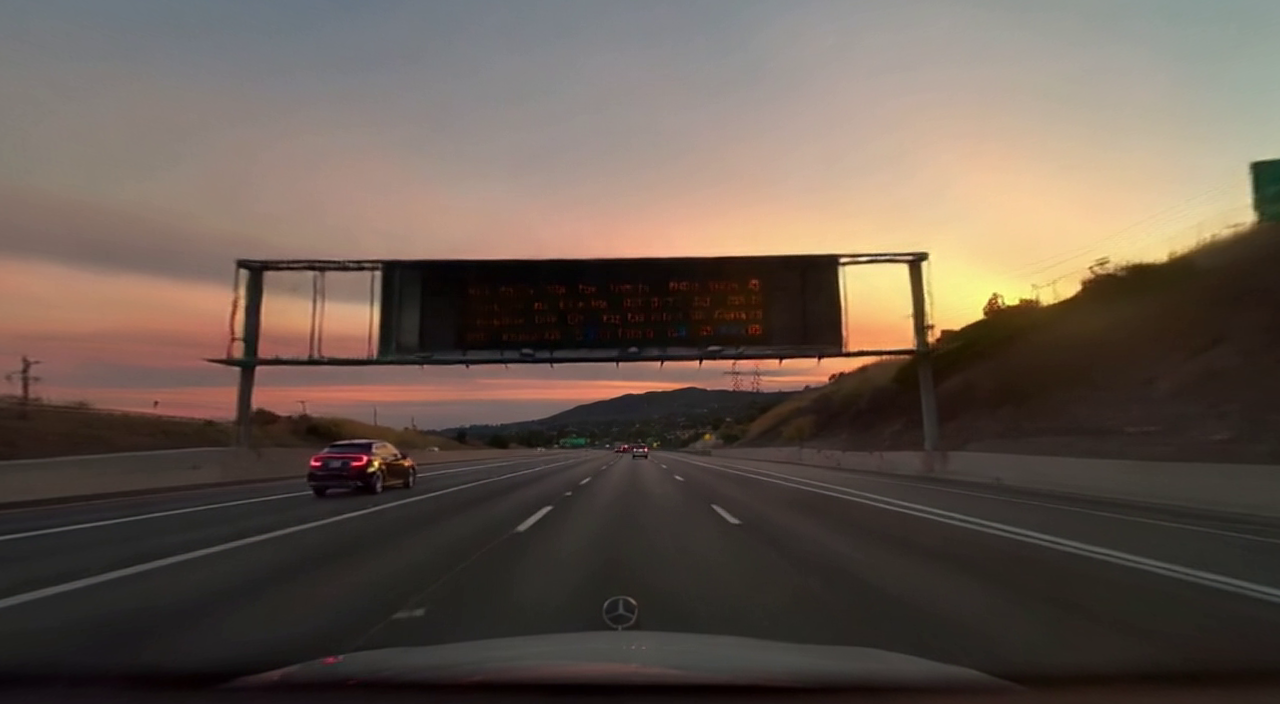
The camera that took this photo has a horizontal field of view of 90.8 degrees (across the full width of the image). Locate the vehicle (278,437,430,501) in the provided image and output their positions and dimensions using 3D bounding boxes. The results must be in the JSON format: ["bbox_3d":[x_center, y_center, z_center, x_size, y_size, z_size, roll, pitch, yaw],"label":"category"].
[{"bbox_3d":[-7.761,3.199,17.830,2.005,1.545,4.874,0,-8,0],"label":"vehicle"}]
